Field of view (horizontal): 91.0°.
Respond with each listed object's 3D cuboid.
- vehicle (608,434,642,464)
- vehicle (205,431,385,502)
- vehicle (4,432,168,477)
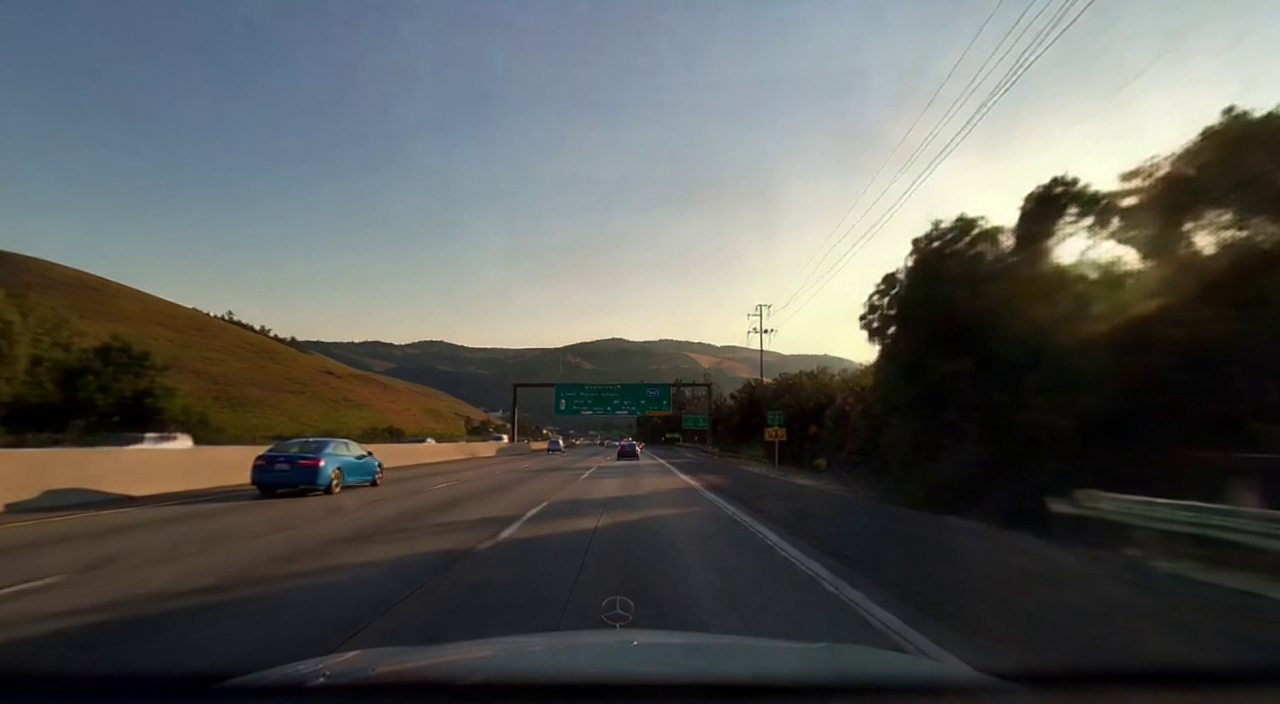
[{"bbox_3d":[-0.925,6.033,39.264,2.040,1.715,3.906,0,-8,-1],"label":"vehicle"},{"bbox_3d":[-8.230,2.750,15.584,2.047,1.486,4.306,0,-8,0],"label":"vehicle"},{"bbox_3d":[-20.025,3.715,23.087,1.892,1.454,4.599,0,-8,-1],"label":"vehicle"}]
